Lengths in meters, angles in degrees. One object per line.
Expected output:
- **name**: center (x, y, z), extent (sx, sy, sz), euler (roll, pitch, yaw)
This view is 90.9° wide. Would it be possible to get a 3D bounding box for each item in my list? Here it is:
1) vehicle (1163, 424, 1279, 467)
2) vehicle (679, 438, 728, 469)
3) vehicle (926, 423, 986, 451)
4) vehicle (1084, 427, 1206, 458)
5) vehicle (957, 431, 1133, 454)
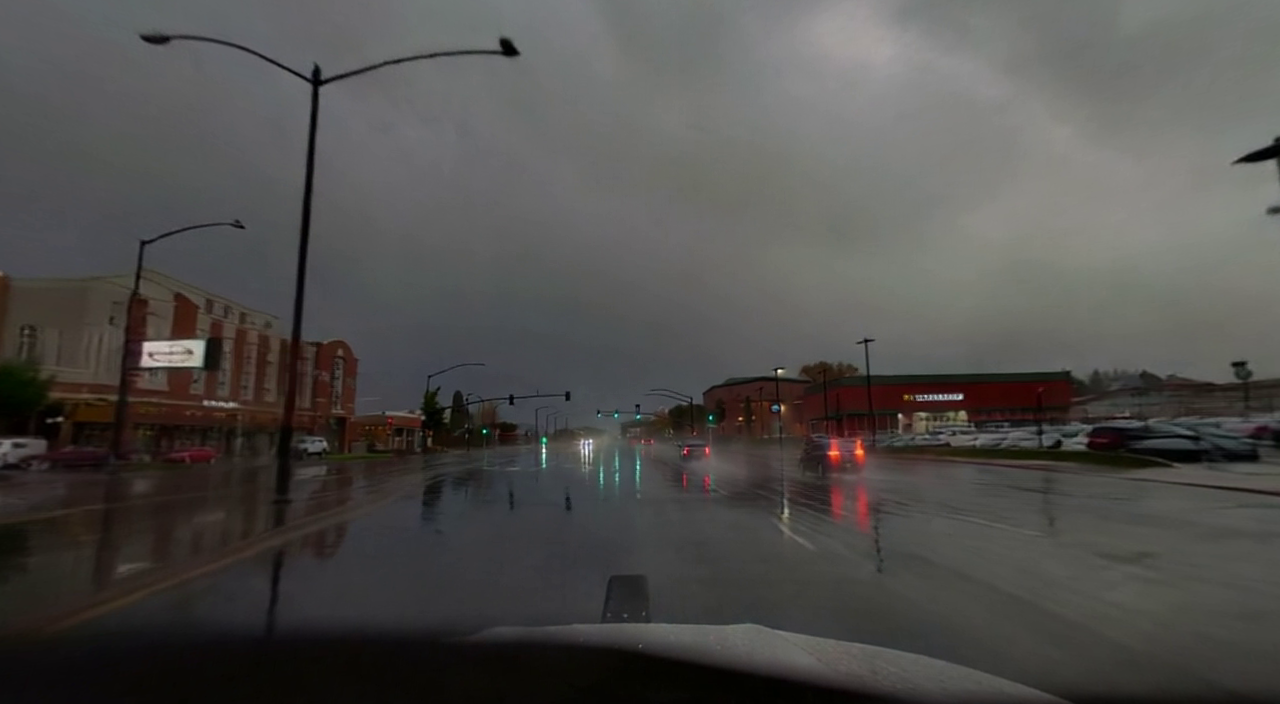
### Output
- **vehicle**: center (25.911, 4.060, 27.567), extent (4.544, 1.474, 1.772), euler (-3, -7, -5)
- **vehicle**: center (3.314, 5.408, 33.831), extent (2.038, 1.528, 4.259), euler (0, -8, -2)
- **vehicle**: center (24.692, 6.687, 49.544), extent (2.340, 2.048, 6.148), euler (-1, -8, 8)
- **vehicle**: center (26.181, 4.704, 32.754), extent (4.726, 1.515, 1.914), euler (0, -8, -2)
- **vehicle**: center (25.562, 5.861, 40.838), extent (2.870, 1.165, 10.713), euler (-1, -8, -12)
